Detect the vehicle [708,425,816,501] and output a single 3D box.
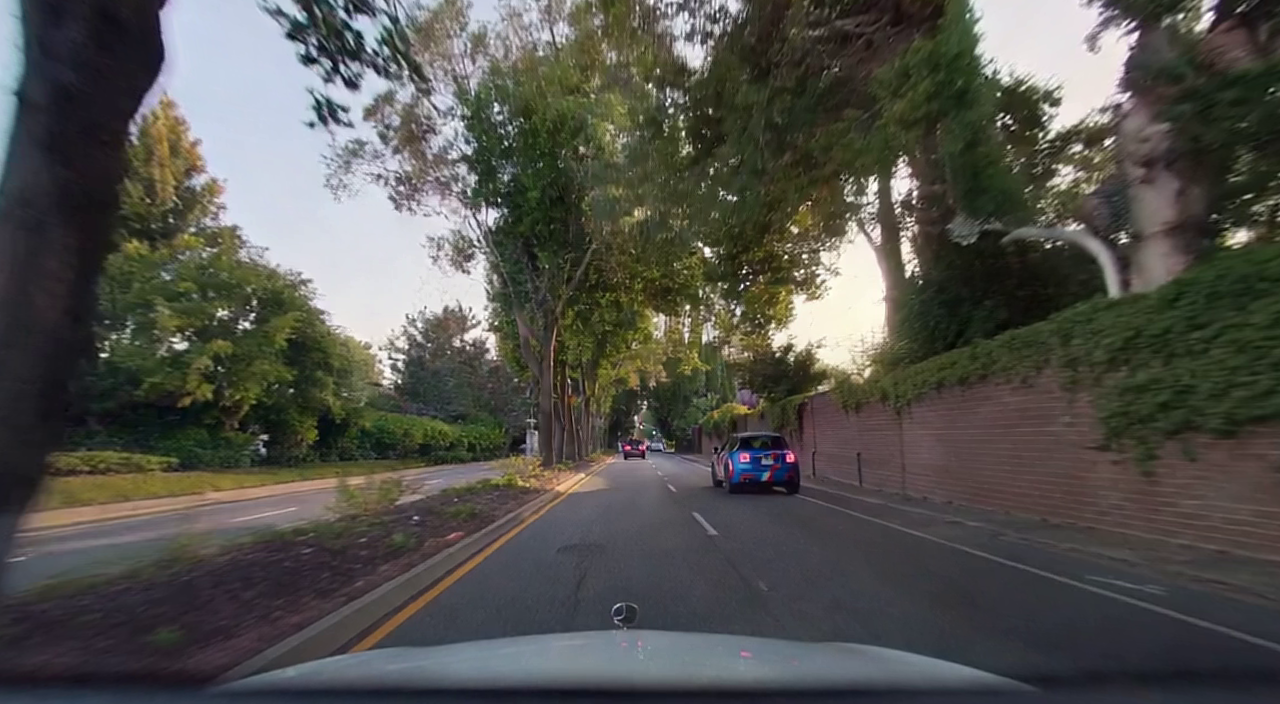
[{"bbox_3d":[2.991,2.830,16.432,1.840,1.709,4.202,0,-8,-2],"label":"vehicle"}]
